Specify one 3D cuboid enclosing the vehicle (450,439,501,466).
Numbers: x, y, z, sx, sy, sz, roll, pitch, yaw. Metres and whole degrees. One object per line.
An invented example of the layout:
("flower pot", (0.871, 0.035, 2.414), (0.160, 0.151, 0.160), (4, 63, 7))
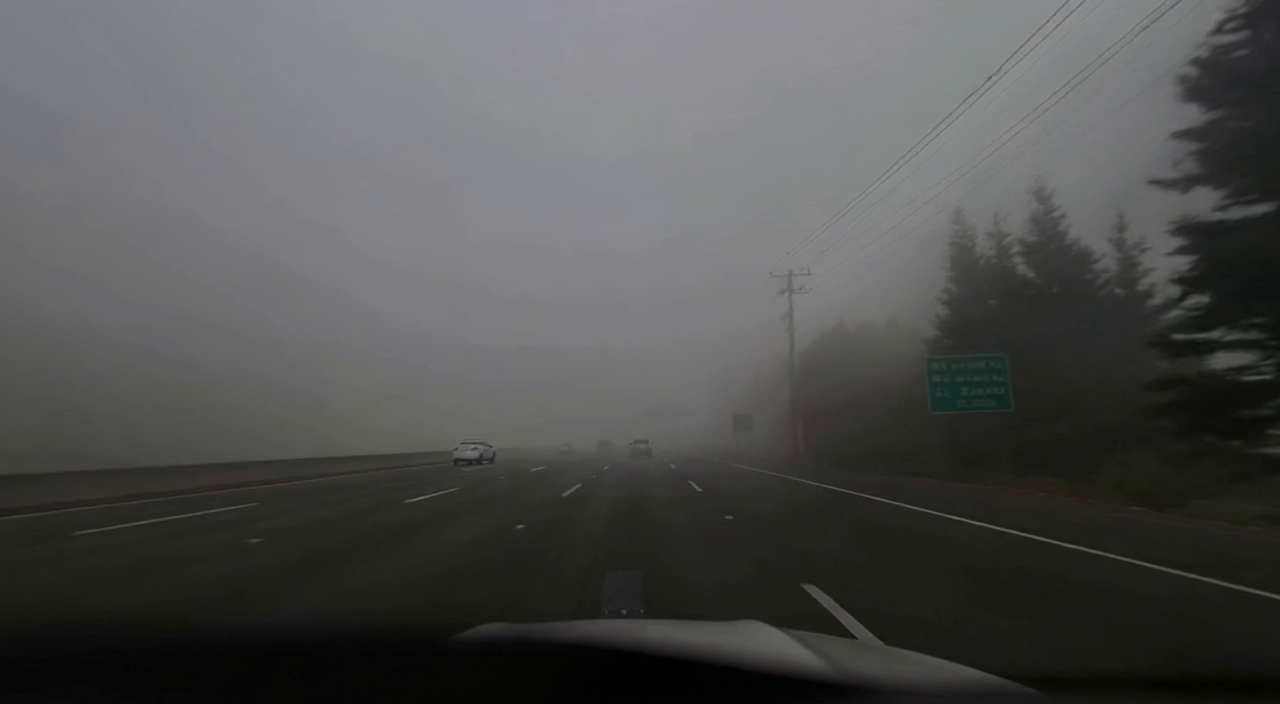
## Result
("vehicle", (-10.121, 6.223, 39.216), (1.947, 1.528, 4.355), (0, -8, 1))
